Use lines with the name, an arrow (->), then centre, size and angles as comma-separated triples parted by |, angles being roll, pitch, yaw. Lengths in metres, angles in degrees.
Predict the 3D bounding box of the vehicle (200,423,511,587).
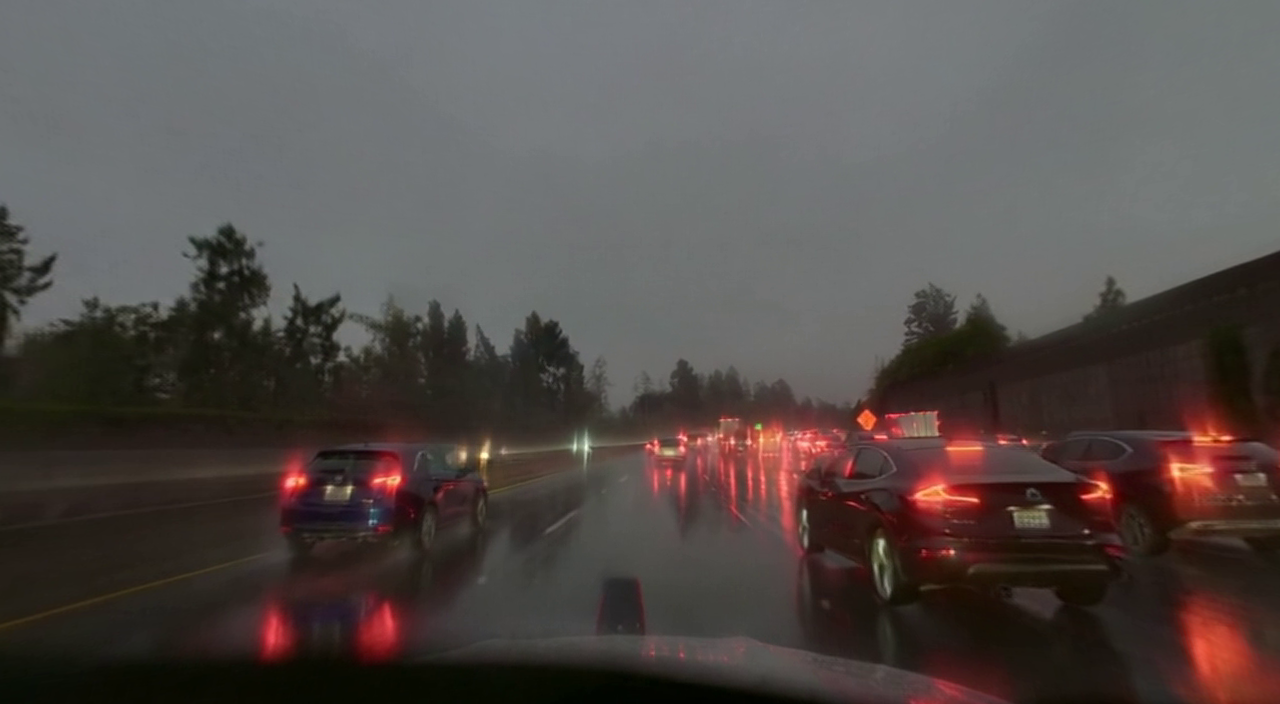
vehicle -> -3.205, 1.816, 8.354 | 1.937, 1.558, 4.469 | 0, -9, 2

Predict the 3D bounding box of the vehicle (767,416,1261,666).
vehicle -> 2.716, 1.493, 6.132 | 2.009, 1.489, 4.559 | 0, -9, 0

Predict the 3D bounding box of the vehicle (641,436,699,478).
vehicle -> 1.277, 4.355, 26.264 | 2.201, 1.614, 3.803 | -1, -9, 4

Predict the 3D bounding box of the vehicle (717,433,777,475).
vehicle -> 4.563, 4.416, 27.424 | 2.076, 1.684, 4.241 | -1, -9, 3
